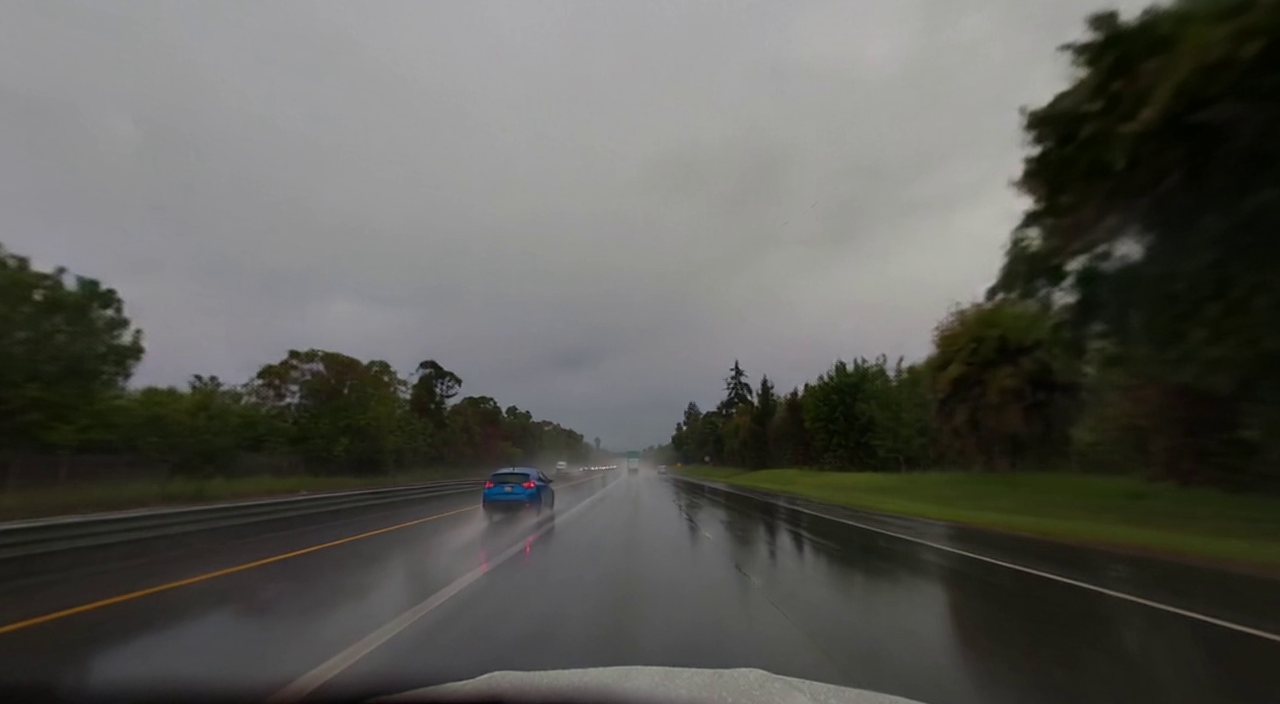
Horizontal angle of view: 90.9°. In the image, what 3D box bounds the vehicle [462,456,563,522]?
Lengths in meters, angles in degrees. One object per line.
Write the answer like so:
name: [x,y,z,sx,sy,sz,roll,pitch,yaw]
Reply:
vehicle: [-3.295,3.648,17.105,1.797,1.532,4.072,0,-10,1]
